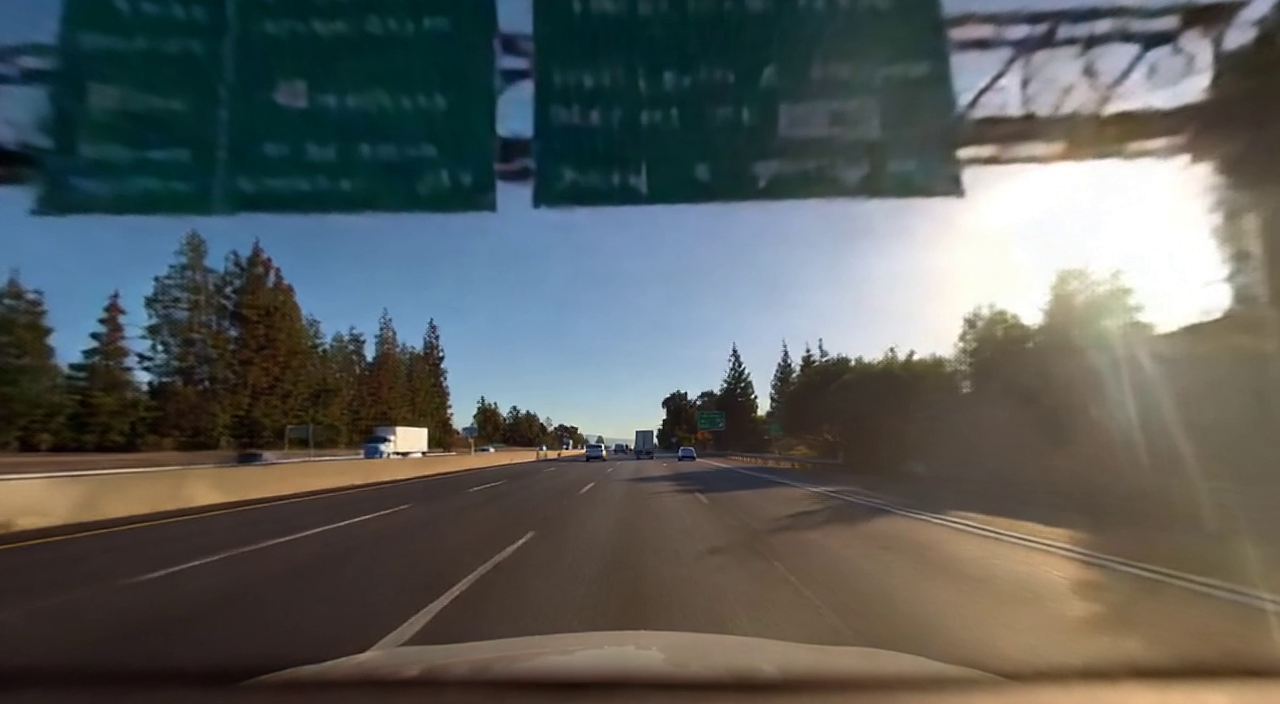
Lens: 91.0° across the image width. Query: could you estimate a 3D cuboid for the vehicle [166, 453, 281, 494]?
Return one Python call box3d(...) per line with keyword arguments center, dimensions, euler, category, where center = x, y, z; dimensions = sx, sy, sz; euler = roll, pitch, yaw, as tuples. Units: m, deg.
box3d(center=(-15.702, 4.568, 23.989), dimensions=(1.934, 1.398, 3.514), euler=(0, -9, 0), category="vehicle")
